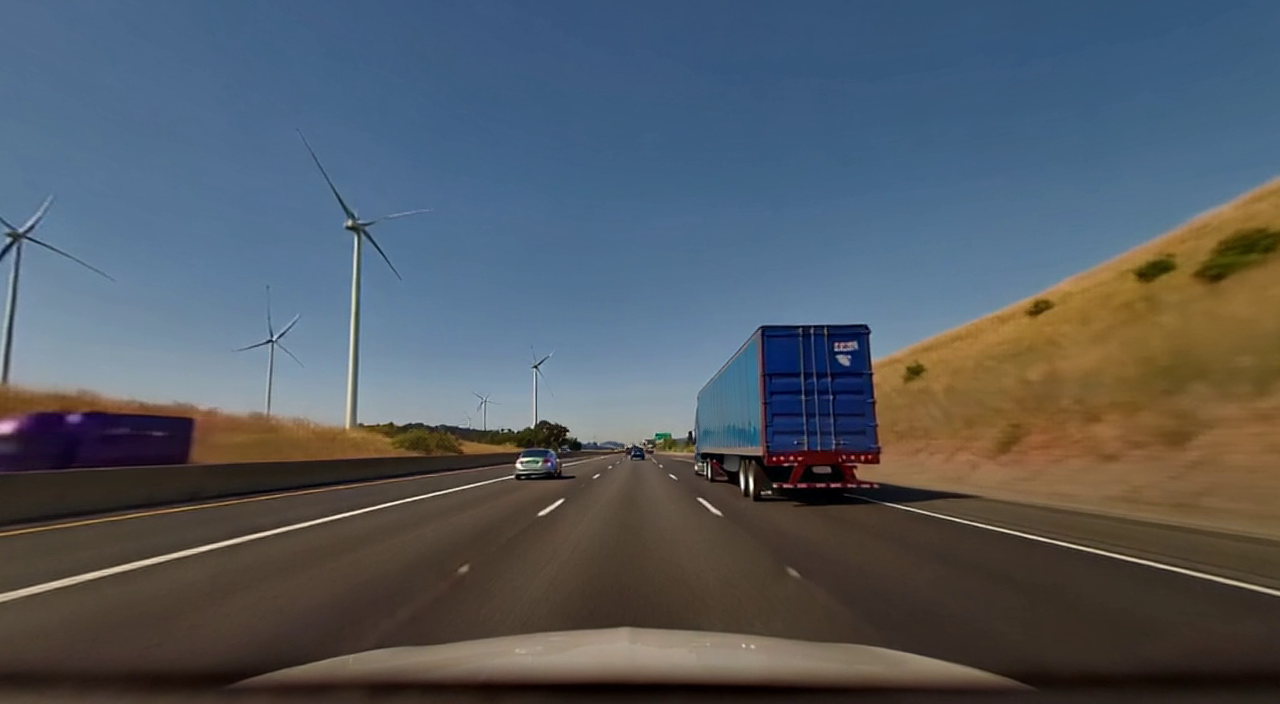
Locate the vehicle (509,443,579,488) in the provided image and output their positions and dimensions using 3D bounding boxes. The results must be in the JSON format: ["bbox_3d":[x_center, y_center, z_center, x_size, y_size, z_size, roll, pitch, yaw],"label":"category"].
[{"bbox_3d":[-3.515,4.230,23.813,1.952,1.521,4.095,0,-9,0],"label":"vehicle"}]

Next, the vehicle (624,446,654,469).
[{"bbox_3d":[-0.074,7.089,42.510,1.931,1.453,3.695,0,-9,-1],"label":"vehicle"}]

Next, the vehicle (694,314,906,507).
[{"bbox_3d":[3.857,2.197,19.782,2.947,3.989,13.568,0,-9,-1],"label":"vehicle"}]

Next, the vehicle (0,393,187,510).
[{"bbox_3d":[-19.329,3.218,20.495,2.910,3.234,8.361,0,-9,0],"label":"vehicle"}]
